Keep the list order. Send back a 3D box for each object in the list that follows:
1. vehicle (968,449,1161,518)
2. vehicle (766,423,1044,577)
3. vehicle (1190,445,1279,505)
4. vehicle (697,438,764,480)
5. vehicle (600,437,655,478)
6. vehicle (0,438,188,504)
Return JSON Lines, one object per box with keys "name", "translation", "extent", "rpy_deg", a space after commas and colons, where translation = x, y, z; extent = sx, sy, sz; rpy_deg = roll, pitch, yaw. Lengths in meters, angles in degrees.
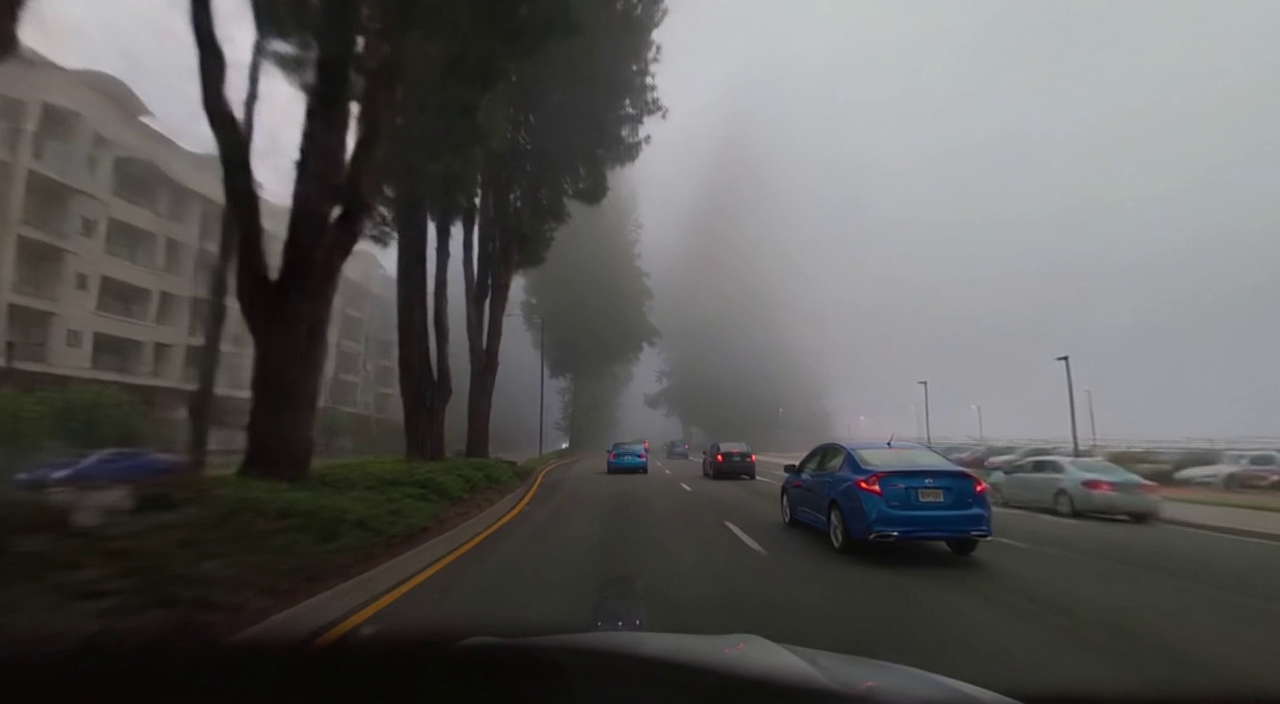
{"name": "vehicle", "translation": [10.210, 3.146, 15.683], "extent": [1.788, 1.412, 4.226], "rpy_deg": [0, -8, -1]}
{"name": "vehicle", "translation": [3.014, 1.741, 8.204], "extent": [1.852, 1.498, 3.825], "rpy_deg": [0, -8, -2]}
{"name": "vehicle", "translation": [17.358, 3.336, 17.509], "extent": [4.063, 1.465, 2.038], "rpy_deg": [6, -10, -33]}
{"name": "vehicle", "translation": [3.424, 4.130, 24.644], "extent": [1.908, 1.453, 4.230], "rpy_deg": [0, -8, -1]}
{"name": "vehicle", "translation": [-0.457, 4.069, 24.631], "extent": [1.994, 1.479, 3.647], "rpy_deg": [0, -8, -1]}
{"name": "vehicle", "translation": [-14.874, 3.119, 17.123], "extent": [1.993, 1.503, 5.004], "rpy_deg": [1, -8, -7]}
